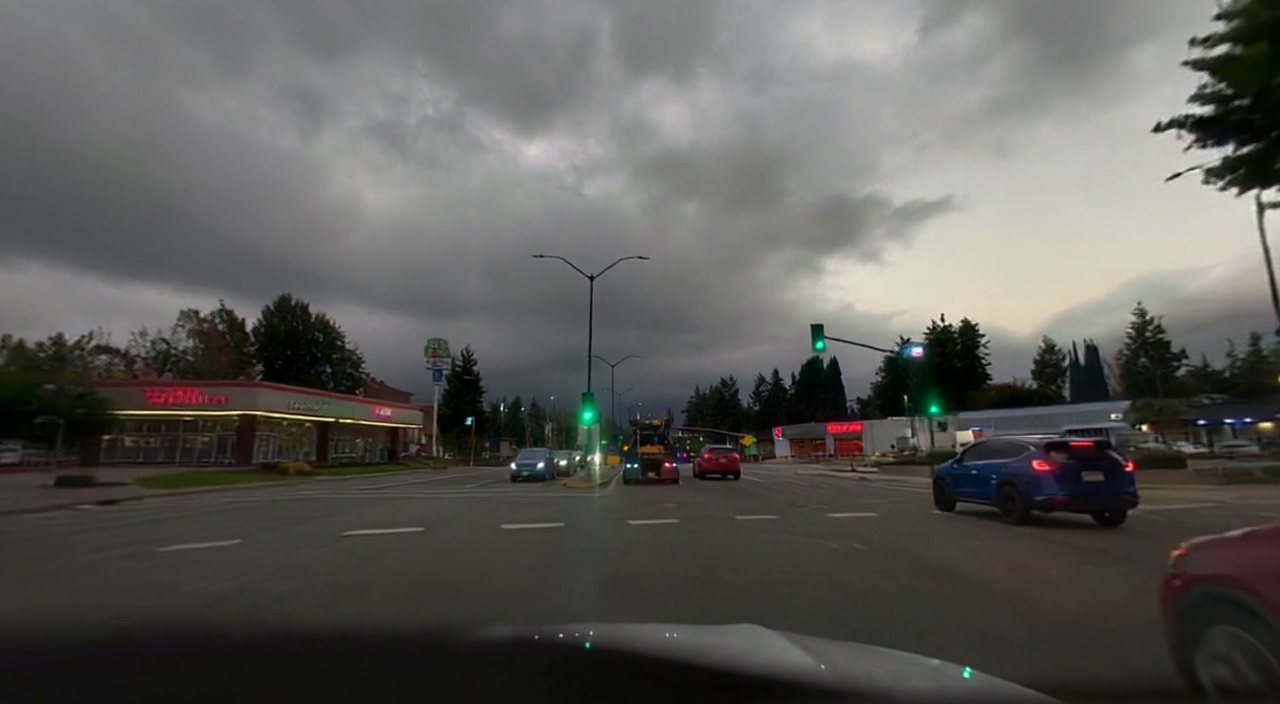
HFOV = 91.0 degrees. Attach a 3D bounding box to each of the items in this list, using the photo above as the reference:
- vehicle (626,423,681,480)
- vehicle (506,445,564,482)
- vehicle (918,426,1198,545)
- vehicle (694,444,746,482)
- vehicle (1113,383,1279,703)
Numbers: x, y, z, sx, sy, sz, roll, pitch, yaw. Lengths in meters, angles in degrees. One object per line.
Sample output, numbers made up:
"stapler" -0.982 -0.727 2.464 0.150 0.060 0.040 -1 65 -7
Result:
"vehicle" 0.553 4.750 30.324 2.370 2.518 3.858 -1 -8 -2
"vehicle" -4.652 5.005 28.526 2.001 1.518 4.316 0 -8 -1
"vehicle" 7.039 2.263 11.375 1.982 1.698 4.408 0 -8 0
"vehicle" 3.897 5.462 31.314 2.025 1.754 4.311 0 -8 0
"vehicle" 3.567 0.772 1.356 2.025 1.618 3.949 0 -8 1
